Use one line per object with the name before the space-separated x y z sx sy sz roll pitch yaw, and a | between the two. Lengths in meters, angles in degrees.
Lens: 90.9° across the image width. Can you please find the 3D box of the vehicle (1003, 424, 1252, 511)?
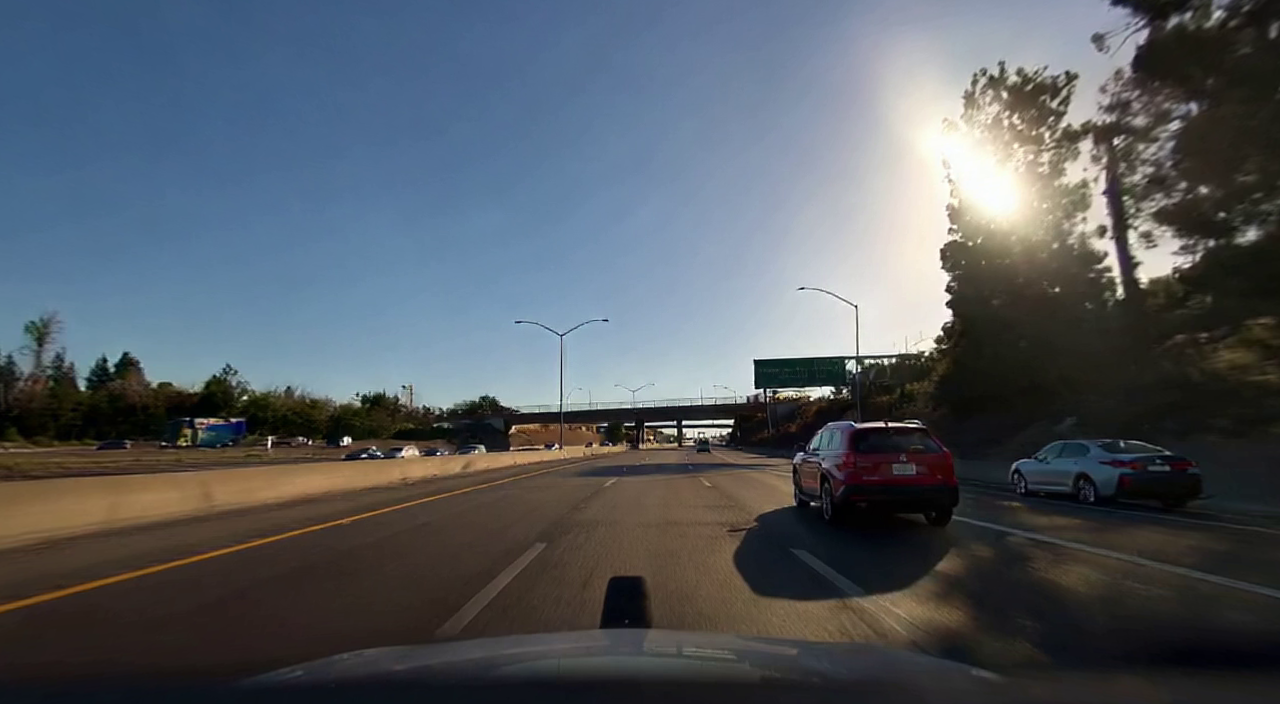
vehicle | 10.519 2.515 14.174 2.024 1.628 4.417 0 -8 0

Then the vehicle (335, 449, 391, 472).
vehicle | -19.983 7.831 45.710 1.800 1.469 4.518 -1 -8 3

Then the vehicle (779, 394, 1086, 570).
vehicle | 3.411 1.626 8.604 2.019 1.732 4.579 0 -8 1
